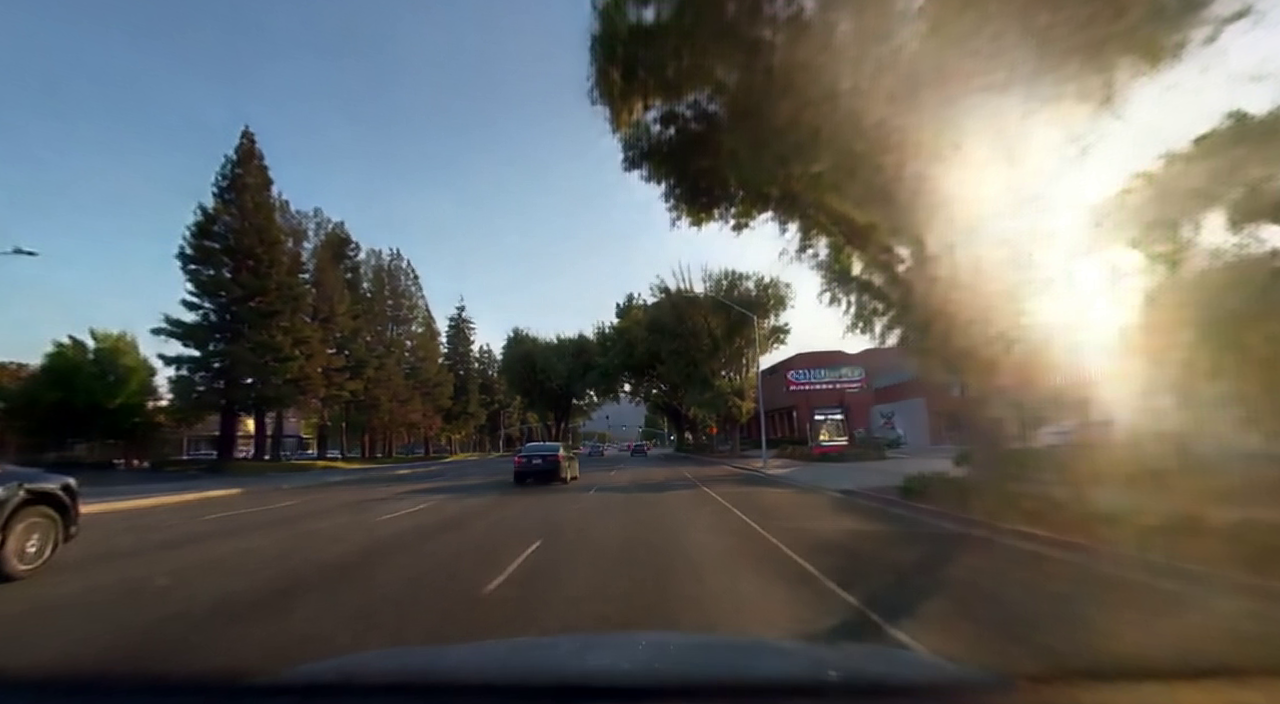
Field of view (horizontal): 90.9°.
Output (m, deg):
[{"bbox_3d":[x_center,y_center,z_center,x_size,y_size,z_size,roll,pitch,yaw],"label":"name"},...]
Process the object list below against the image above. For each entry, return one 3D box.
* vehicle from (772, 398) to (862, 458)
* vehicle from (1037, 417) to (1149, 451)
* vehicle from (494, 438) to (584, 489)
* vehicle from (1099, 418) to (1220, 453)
[{"bbox_3d":[12.206,5.582,44.879,2.995,3.704,10.928,0,-9,-1],"label":"vehicle"},{"bbox_3d":[25.341,4.600,35.365,4.643,1.852,1.978,0,-9,0],"label":"vehicle"},{"bbox_3d":[-3.182,3.637,20.877,2.152,1.479,4.394,0,-9,2],"label":"vehicle"},{"bbox_3d":[25.279,4.092,30.765,4.222,1.450,1.766,-3,-8,0],"label":"vehicle"}]
